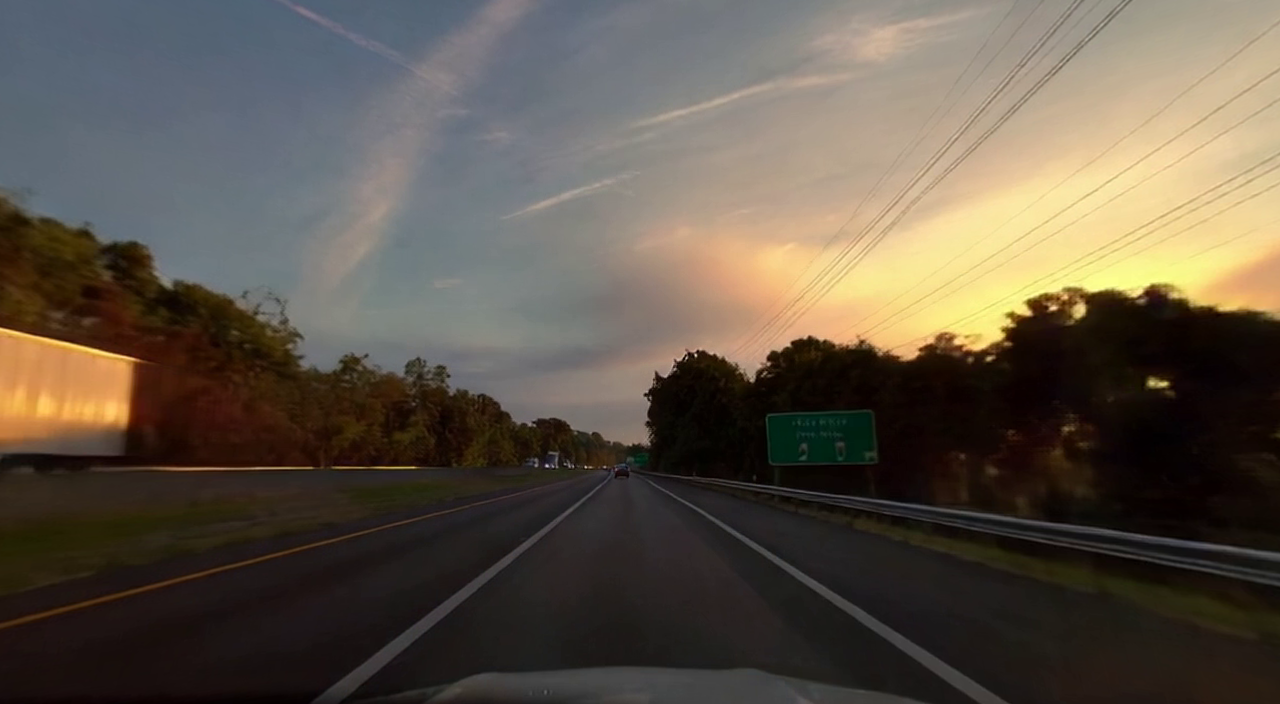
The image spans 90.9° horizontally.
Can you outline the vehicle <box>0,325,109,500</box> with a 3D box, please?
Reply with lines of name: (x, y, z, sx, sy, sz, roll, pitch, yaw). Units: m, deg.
vehicle: (-16.441, 0.613, 10.456, 3.031, 4.028, 14.206, 1, -10, -1)
